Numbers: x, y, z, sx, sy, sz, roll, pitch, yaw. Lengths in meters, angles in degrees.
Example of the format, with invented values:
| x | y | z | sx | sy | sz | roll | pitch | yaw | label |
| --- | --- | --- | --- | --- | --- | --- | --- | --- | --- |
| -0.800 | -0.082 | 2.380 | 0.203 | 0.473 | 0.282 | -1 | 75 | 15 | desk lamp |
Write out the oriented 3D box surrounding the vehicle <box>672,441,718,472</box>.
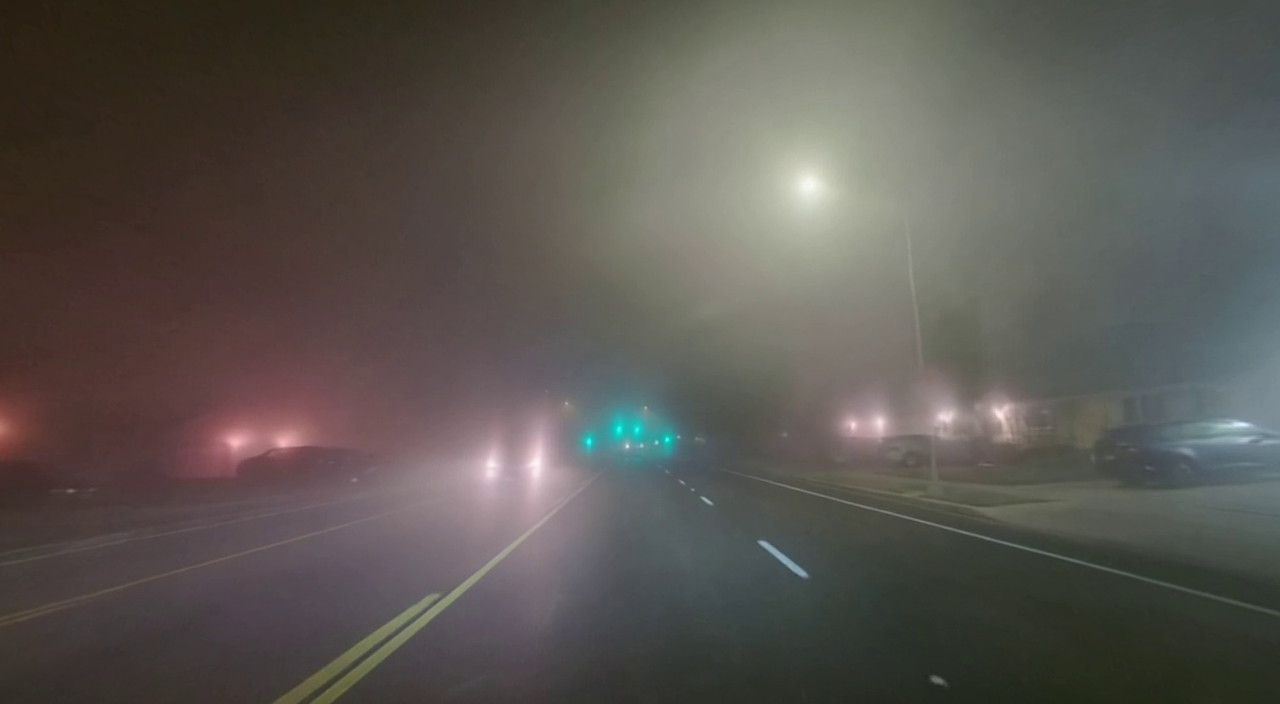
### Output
| x | y | z | sx | sy | sz | roll | pitch | yaw | label |
| --- | --- | --- | --- | --- | --- | --- | --- | --- | --- |
| 2.886 | 5.590 | 34.091 | 1.983 | 1.557 | 4.078 | 0 | -8 | -2 | vehicle |

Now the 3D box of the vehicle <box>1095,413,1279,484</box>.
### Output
| x | y | z | sx | sy | sz | roll | pitch | yaw | label |
| --- | --- | --- | --- | --- | --- | --- | --- | --- | --- |
| 13.025 | 2.151 | 14.151 | 4.237 | 1.476 | 1.743 | 0 | -8 | 1 | vehicle |

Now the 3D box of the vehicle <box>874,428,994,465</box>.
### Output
| x | y | z | sx | sy | sz | roll | pitch | yaw | label |
| --- | --- | --- | --- | --- | --- | --- | --- | --- | --- |
| 12.528 | 4.077 | 27.165 | 4.183 | 1.516 | 1.884 | 0 | -8 | 3 | vehicle |

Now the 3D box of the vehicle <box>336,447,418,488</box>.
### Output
| x | y | z | sx | sy | sz | roll | pitch | yaw | label |
| --- | --- | --- | --- | --- | --- | --- | --- | --- | --- |
| -11.995 | 5.270 | 29.196 | 1.822 | 1.699 | 4.791 | 0 | -8 | -1 | vehicle |

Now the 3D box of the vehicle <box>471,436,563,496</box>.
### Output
| x | y | z | sx | sy | sz | roll | pitch | yaw | label |
| --- | --- | --- | --- | --- | --- | --- | --- | --- | --- |
| -3.751 | 3.560 | 20.119 | 2.076 | 1.688 | 4.284 | 0 | -8 | 0 | vehicle |

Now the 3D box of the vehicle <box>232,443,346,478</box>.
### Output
| x | y | z | sx | sy | sz | roll | pitch | yaw | label |
| --- | --- | --- | --- | --- | --- | --- | --- | --- | --- |
| -18.921 | 5.867 | 34.215 | 4.837 | 1.808 | 2.176 | 0 | -8 | -1 | vehicle |

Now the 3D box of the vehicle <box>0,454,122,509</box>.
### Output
| x | y | z | sx | sy | sz | roll | pitch | yaw | label |
| --- | --- | --- | --- | --- | --- | --- | --- | --- | --- |
| -19.080 | 3.840 | 18.985 | 4.909 | 1.495 | 2.211 | 1 | -8 | -5 | vehicle |
